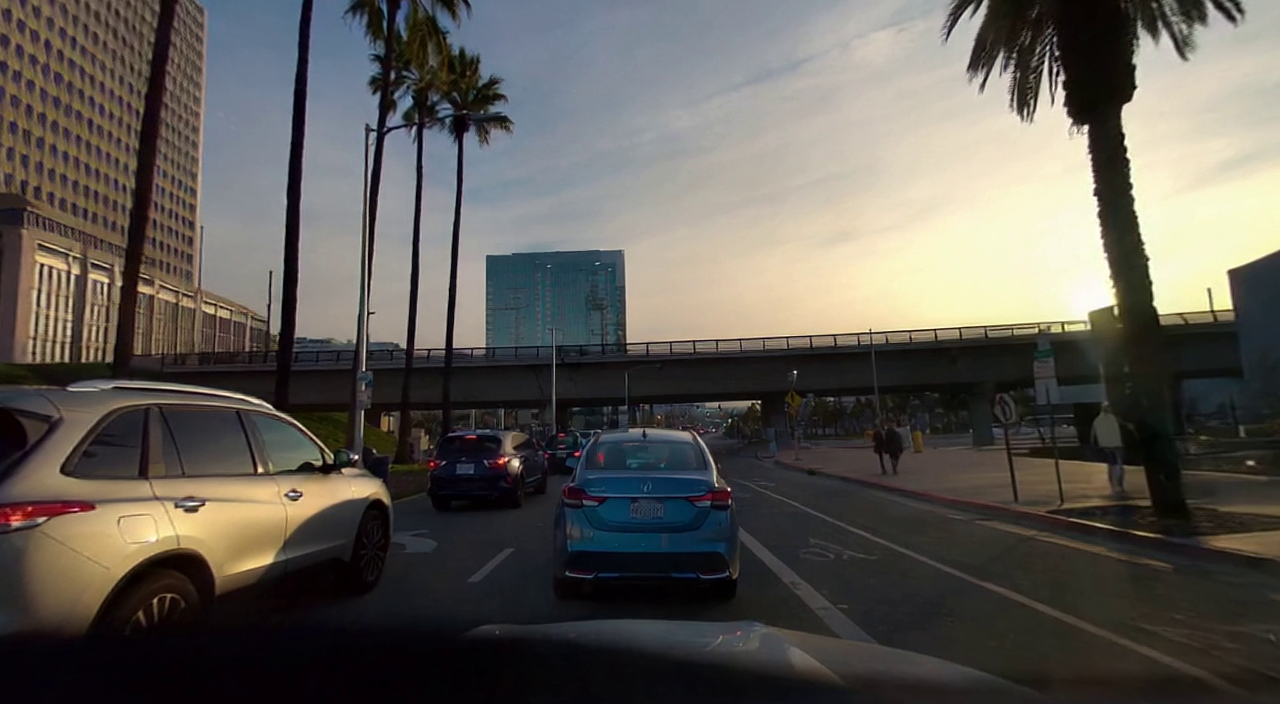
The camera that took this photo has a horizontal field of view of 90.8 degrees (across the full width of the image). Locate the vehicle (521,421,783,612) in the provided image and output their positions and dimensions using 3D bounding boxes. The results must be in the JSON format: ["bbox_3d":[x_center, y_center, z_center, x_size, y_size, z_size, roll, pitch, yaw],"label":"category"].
[{"bbox_3d":[0.073,1.586,7.039,2.036,1.461,4.129,0,-8,-1],"label":"vehicle"}]

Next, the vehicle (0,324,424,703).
[{"bbox_3d":[-3.249,1.074,4.190,2.014,1.740,4.359,0,-8,1],"label":"vehicle"}]

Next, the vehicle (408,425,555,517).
[{"bbox_3d":[-3.161,2.467,13.551,1.955,1.637,4.032,0,-8,2],"label":"vehicle"}]
